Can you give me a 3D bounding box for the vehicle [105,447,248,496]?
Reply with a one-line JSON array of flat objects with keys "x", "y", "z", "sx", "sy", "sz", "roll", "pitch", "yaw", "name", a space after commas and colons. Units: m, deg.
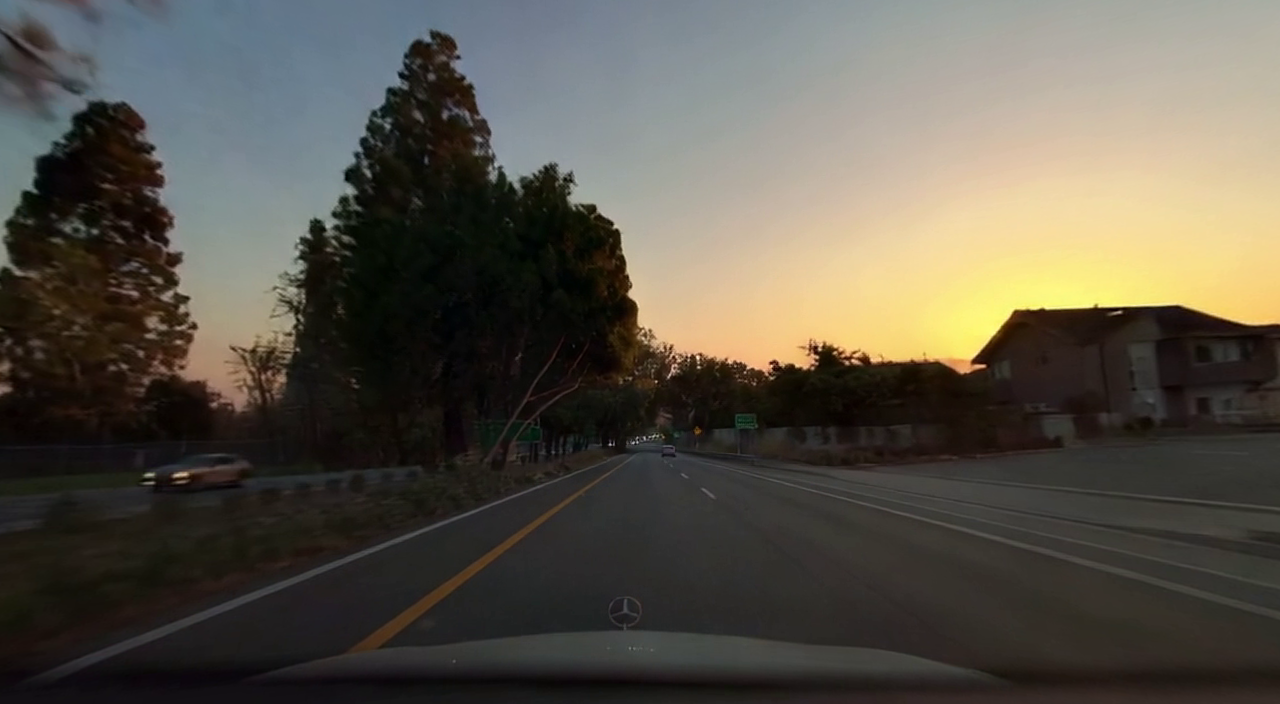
[{"x": -18.293, "y": 4.679, "z": 25.246, "sx": 2.029, "sy": 1.737, "sz": 4.748, "roll": -1, "pitch": -8, "yaw": 1, "name": "vehicle"}]
